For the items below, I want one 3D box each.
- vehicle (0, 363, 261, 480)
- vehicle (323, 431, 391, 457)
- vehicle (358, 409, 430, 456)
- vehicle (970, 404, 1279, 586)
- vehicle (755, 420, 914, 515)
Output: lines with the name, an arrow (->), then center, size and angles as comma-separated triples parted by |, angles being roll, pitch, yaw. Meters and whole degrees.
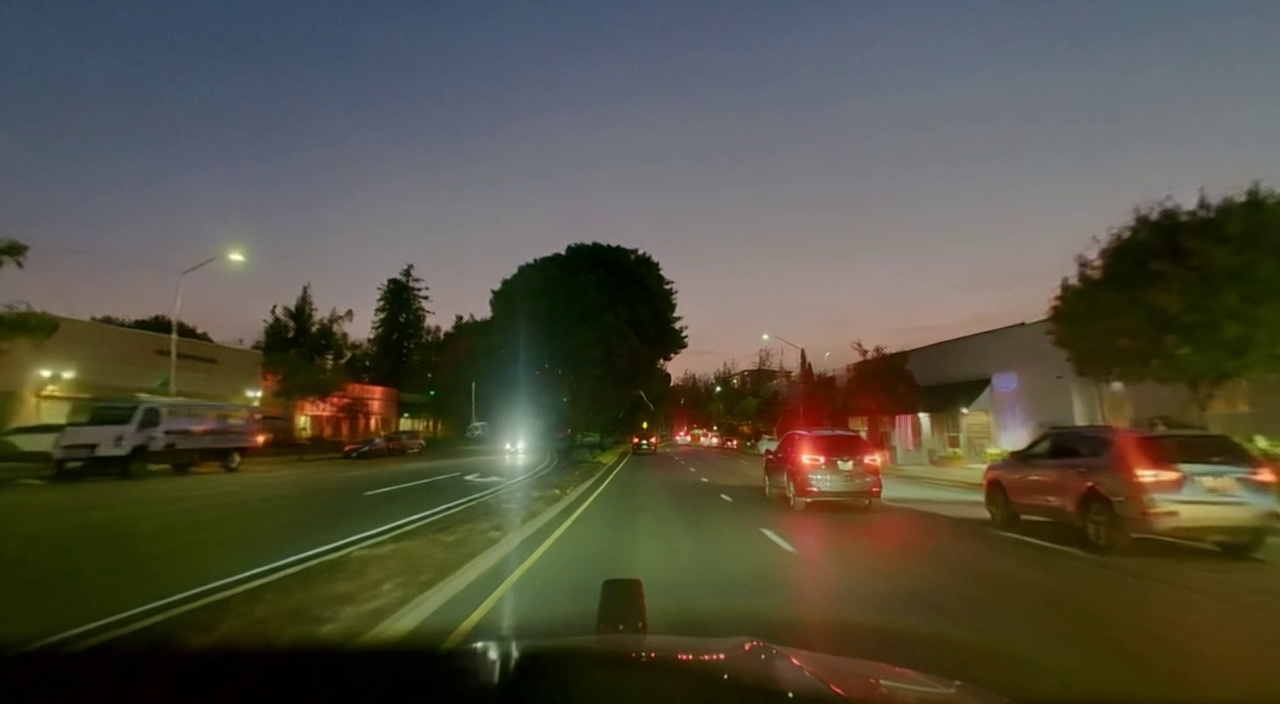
vehicle -> -18.705, 2.790, 23.642 | 2.935, 3.431, 9.380 | -2, -9, 2
vehicle -> -18.646, 6.108, 41.873 | 2.015, 1.647, 5.085 | 0, -8, 2
vehicle -> -18.619, 6.210, 48.138 | 2.811, 3.326, 6.083 | 0, -8, 2
vehicle -> 6.843, 1.731, 8.538 | 2.134, 1.738, 4.833 | 0, -8, 0
vehicle -> 3.796, 2.332, 13.161 | 2.072, 1.669, 3.836 | 0, -8, 0
